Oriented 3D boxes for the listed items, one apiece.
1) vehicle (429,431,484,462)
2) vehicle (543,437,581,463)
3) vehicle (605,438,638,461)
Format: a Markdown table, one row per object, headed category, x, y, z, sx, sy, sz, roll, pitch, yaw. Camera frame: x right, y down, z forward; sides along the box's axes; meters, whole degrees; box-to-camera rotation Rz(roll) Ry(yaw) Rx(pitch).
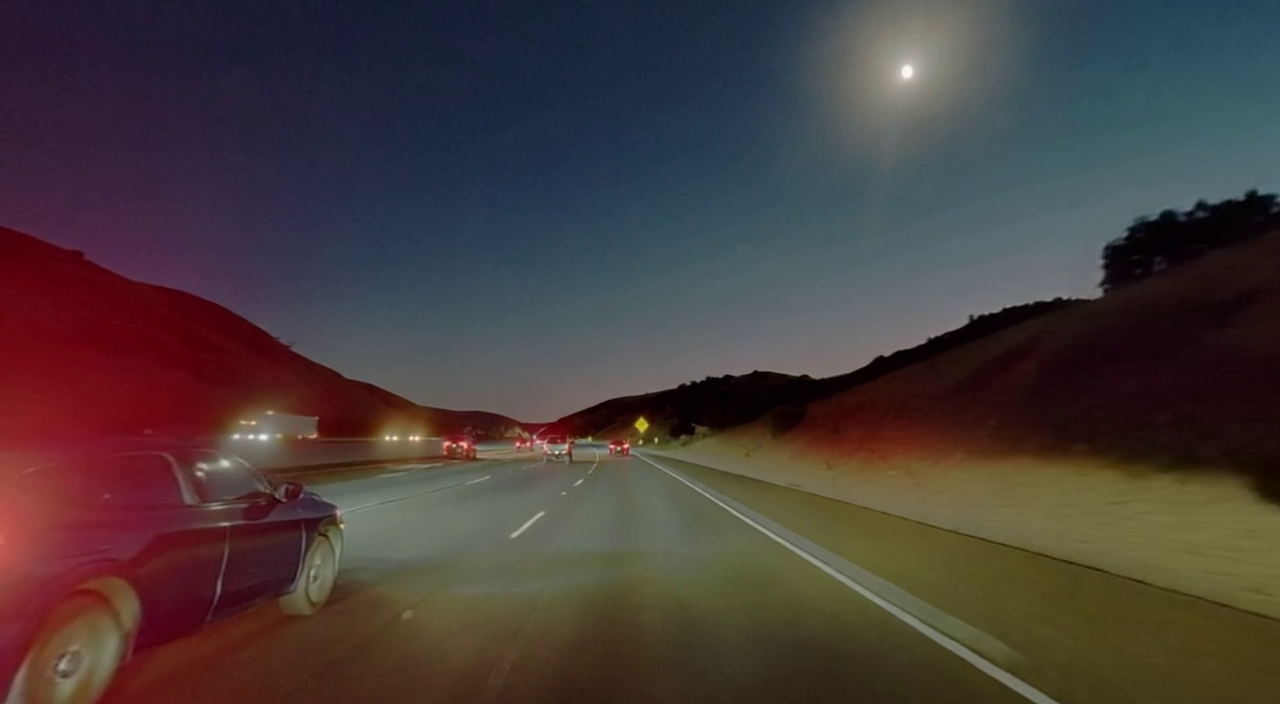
| category | x | y | z | sx | sy | sz | roll | pitch | yaw |
| --- | --- | --- | --- | --- | --- | --- | --- | --- | --- |
| vehicle | -12.080 | 6.281 | 41.846 | 2.219 | 1.923 | 4.985 | 0 | -9 | -1 |
| vehicle | -5.105 | 6.492 | 41.658 | 2.060 | 1.631 | 4.214 | 0 | -9 | -1 |
| vehicle | -1.404 | 7.344 | 47.415 | 2.421 | 1.594 | 4.248 | 0 | -9 | -2 |
